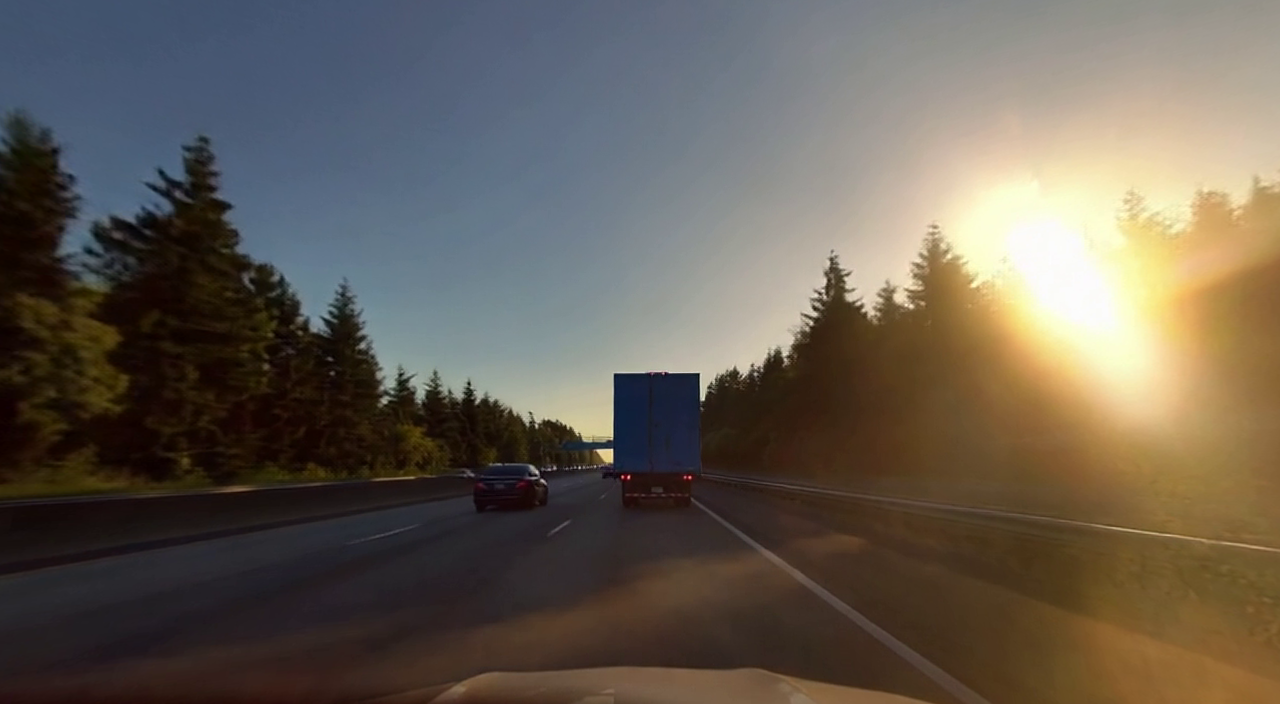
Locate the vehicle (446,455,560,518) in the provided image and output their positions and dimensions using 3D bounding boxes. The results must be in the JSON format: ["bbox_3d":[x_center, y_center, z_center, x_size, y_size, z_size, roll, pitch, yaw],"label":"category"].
[{"bbox_3d":[-3.668,3.759,17.945,2.079,1.506,4.821,0,-10,1],"label":"vehicle"}]

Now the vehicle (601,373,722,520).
[{"bbox_3d":[0.580,3.220,20.748,3.008,3.678,9.512,1,-10,0],"label":"vehicle"}]
